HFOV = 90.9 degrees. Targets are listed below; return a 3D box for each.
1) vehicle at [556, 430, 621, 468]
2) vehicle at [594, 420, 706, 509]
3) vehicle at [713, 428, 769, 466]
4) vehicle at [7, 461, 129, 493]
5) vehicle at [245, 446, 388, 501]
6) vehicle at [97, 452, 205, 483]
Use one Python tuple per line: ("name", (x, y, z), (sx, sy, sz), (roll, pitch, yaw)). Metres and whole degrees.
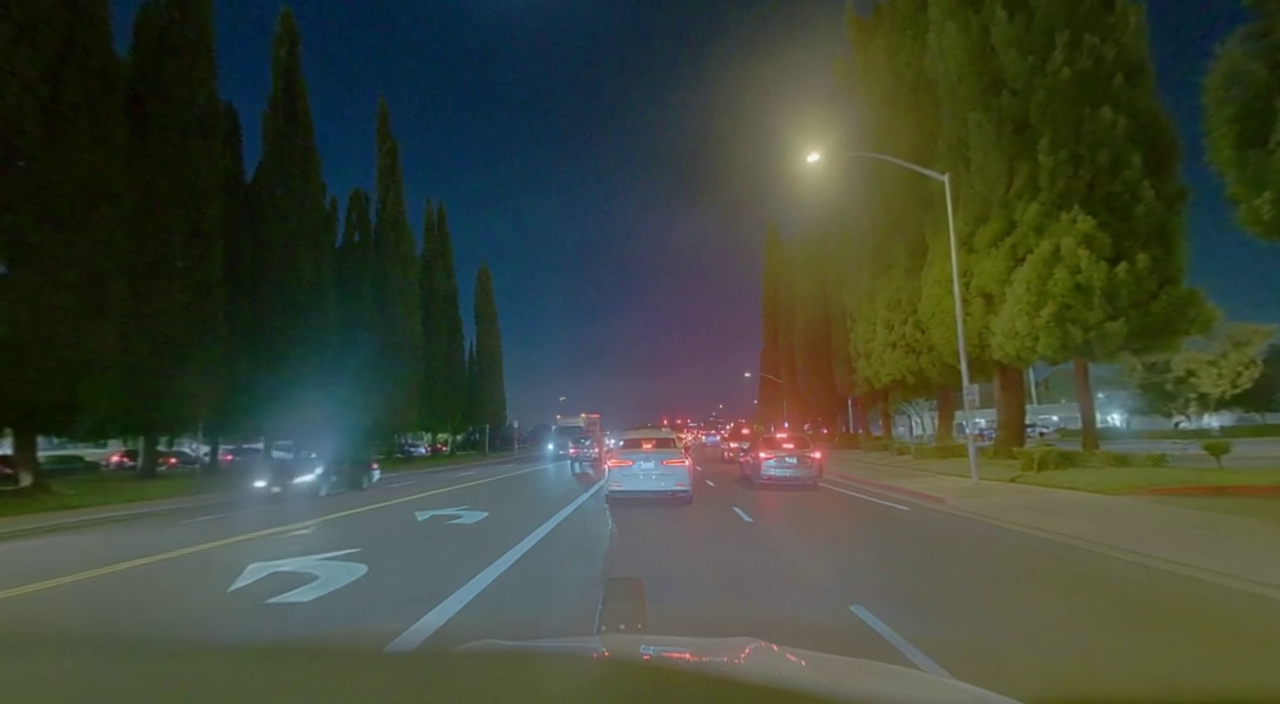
("vehicle", (-2.550, 4.987, 32.490), (2.057, 1.786, 4.725), (-2, -8, 11))
("vehicle", (0.224, 2.487, 14.371), (2.154, 1.710, 4.128), (-1, -8, 1))
("vehicle", (5.060, 4.853, 32.218), (2.155, 1.786, 4.459), (-1, -8, 1))
("vehicle", (-27.895, 6.096, 30.840), (4.391, 1.442, 1.763), (-1, -8, 4))
("vehicle", (-9.760, 3.661, 19.528), (1.909, 1.471, 4.502), (-1, -8, 2))
("vehicle", (-27.808, 6.550, 35.940), (4.743, 1.671, 1.842), (-1, -8, 4))
